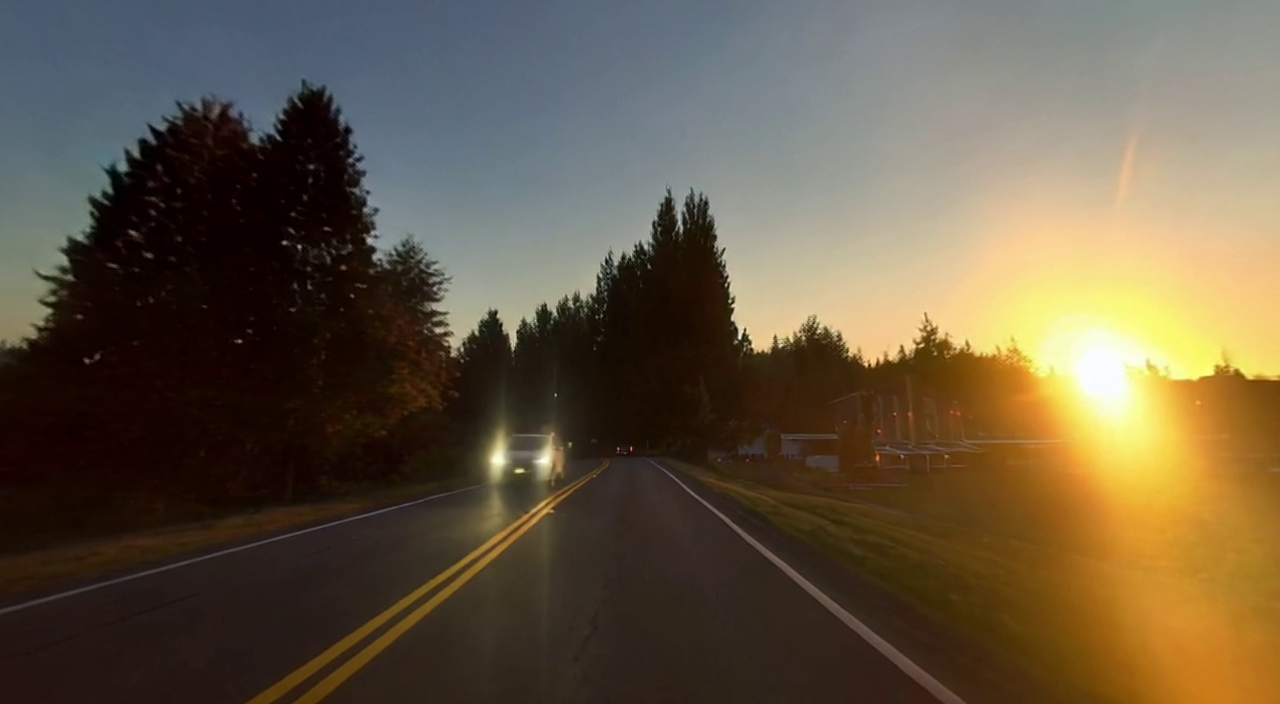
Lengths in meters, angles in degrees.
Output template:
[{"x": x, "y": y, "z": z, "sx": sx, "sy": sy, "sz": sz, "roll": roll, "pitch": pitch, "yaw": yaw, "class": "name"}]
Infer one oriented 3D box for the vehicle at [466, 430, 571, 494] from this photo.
[{"x": -4.058, "y": 3.846, "z": 22.461, "sx": 2.531, "sy": 1.923, "sz": 6.417, "roll": 0, "pitch": -8, "yaw": -1, "class": "vehicle"}]
